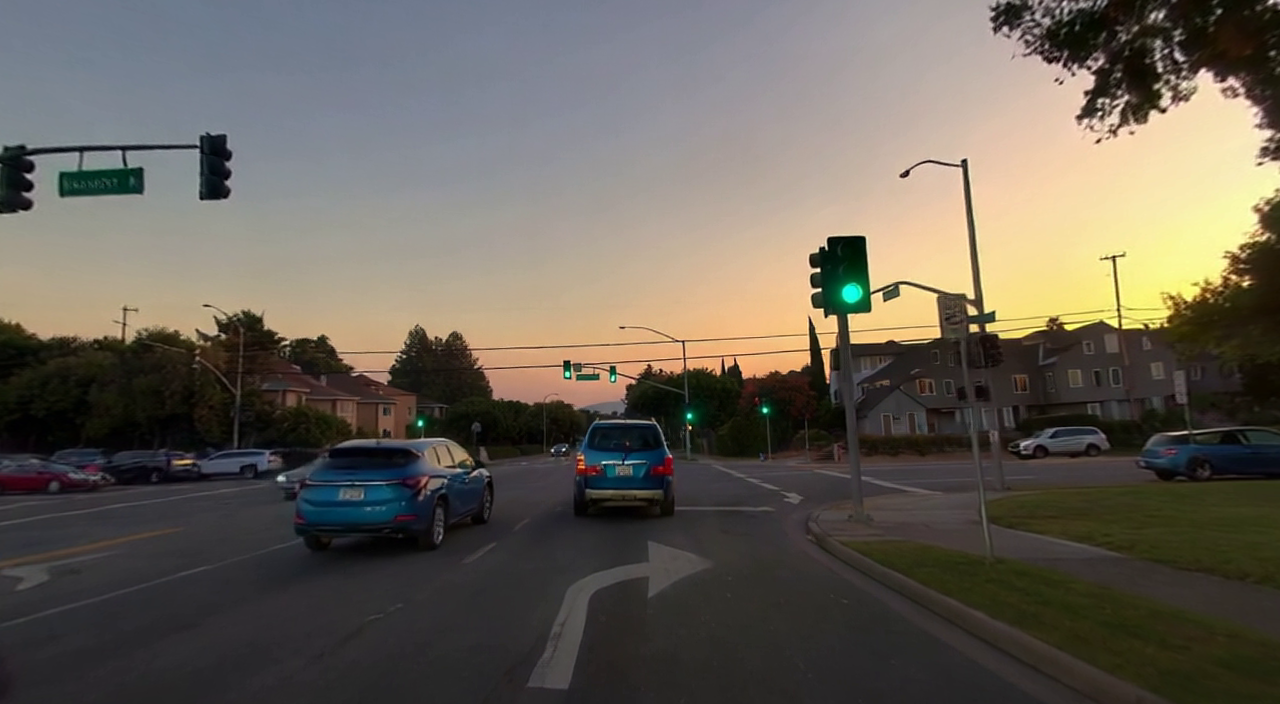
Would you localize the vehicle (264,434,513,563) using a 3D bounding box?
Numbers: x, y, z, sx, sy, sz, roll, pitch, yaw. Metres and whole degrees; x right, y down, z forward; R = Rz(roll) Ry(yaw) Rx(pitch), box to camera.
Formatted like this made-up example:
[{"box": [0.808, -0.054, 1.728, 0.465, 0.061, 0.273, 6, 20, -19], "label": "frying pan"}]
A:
[{"box": [-3.347, 2.015, 9.520, 1.934, 1.459, 4.368, 0, -8, 0], "label": "vehicle"}]

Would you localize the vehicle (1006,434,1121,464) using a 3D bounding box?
[{"box": [21.339, 4.919, 32.006, 4.353, 1.431, 1.876, -2, -9, 14], "label": "vehicle"}]

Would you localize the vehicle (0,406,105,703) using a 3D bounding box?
[{"box": [-3.388, 0.663, 0.380, 1.977, 1.488, 4.741, 0, -8, 0], "label": "vehicle"}]

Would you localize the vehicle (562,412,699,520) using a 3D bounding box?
[{"box": [-0.189, 2.341, 13.473, 2.396, 1.881, 4.606, 0, -8, -1], "label": "vehicle"}]

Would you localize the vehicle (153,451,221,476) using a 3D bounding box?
[{"box": [-31.283, 7.668, 43.813, 2.113, 1.603, 4.222, 1, -9, -10], "label": "vehicle"}]

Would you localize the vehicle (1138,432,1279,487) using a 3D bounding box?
[{"box": [17.228, 2.980, 17.653, 4.715, 1.439, 1.874, -2, -9, 14], "label": "vehicle"}]
